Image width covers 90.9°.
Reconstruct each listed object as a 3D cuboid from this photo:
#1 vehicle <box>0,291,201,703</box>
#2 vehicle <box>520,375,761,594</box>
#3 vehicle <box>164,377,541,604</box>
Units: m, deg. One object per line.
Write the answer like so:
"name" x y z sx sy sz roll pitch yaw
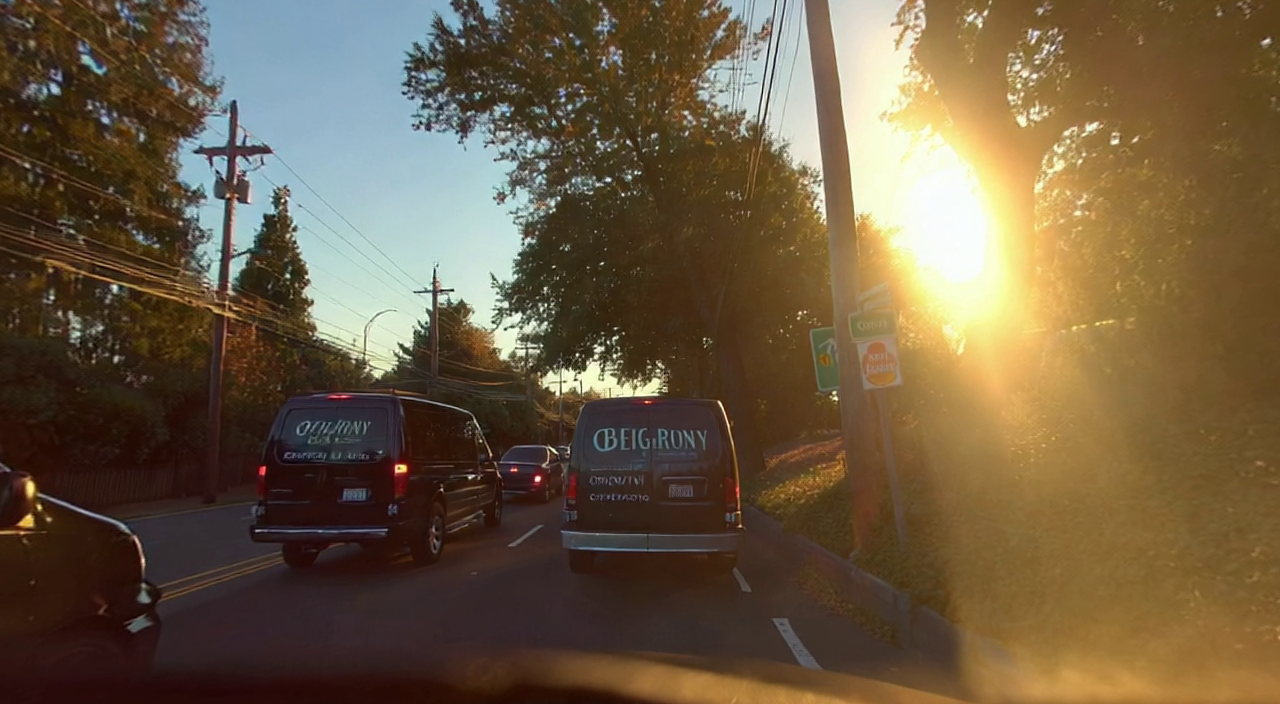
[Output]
"vehicle" -3.106 0.469 0.250 2.160 1.796 4.997 0 -8 1
"vehicle" 0.109 1.463 7.692 2.117 1.911 4.095 -1 -8 3
"vehicle" -2.757 1.484 7.635 2.109 1.851 4.749 -1 -8 3
